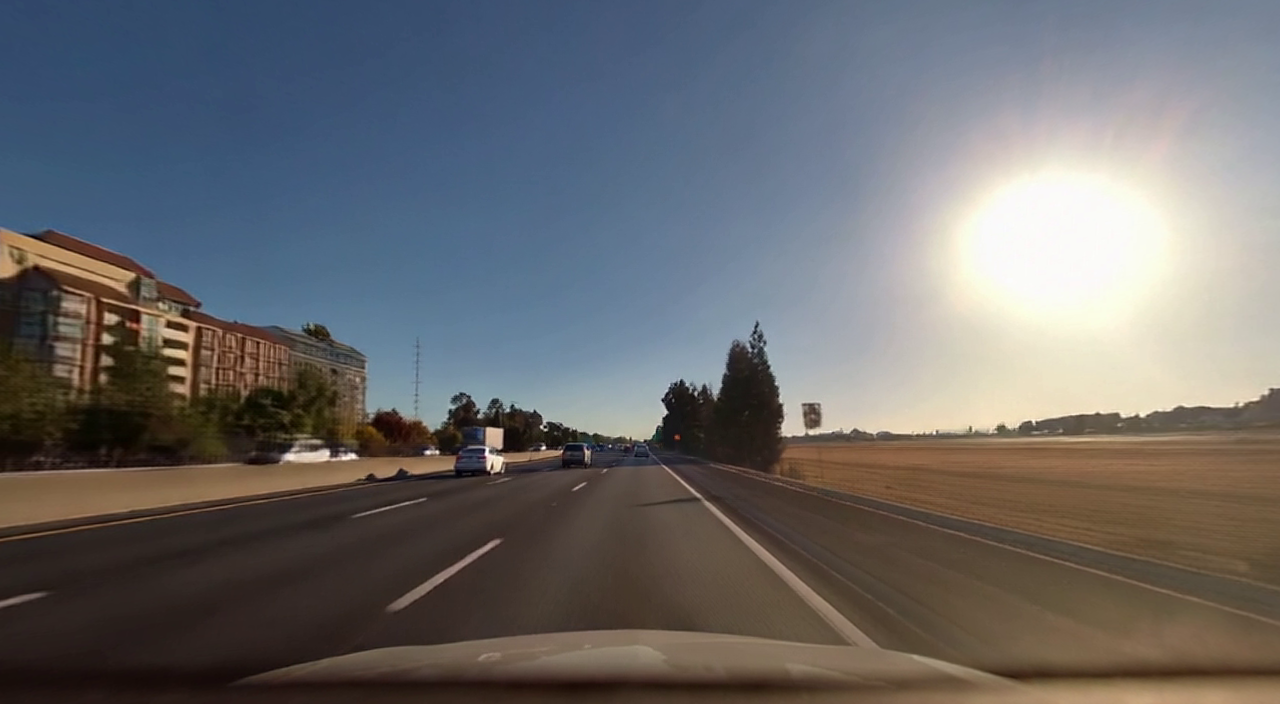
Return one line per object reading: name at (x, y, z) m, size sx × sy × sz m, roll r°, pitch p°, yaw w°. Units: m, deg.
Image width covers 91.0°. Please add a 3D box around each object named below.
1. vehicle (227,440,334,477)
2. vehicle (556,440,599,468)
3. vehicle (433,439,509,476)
vehicle at (-18.975, 5.618, 33.670) m, size 2.198 × 1.781 × 5.886 m, roll 0°, pitch -9°, yaw 1°
vehicle at (-3.799, 6.313, 39.031) m, size 2.083 × 1.588 × 4.801 m, roll 0°, pitch -9°, yaw 1°
vehicle at (-7.513, 4.747, 28.481) m, size 2.034 × 1.523 × 4.627 m, roll 0°, pitch -9°, yaw 1°
